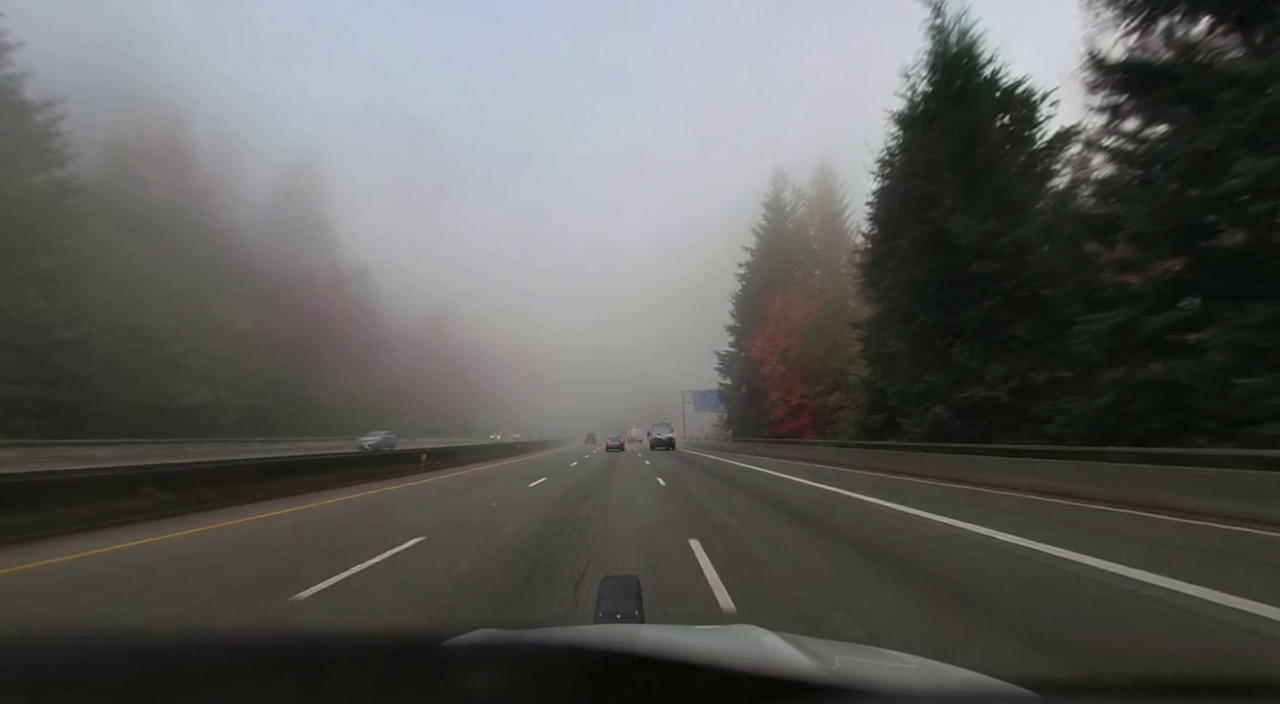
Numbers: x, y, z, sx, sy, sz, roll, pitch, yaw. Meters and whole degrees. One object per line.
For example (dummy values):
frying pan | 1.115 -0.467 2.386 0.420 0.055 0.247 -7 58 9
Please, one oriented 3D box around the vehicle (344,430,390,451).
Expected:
vehicle | -20.011 6.467 46.206 1.706 1.457 3.739 0 -8 -1
